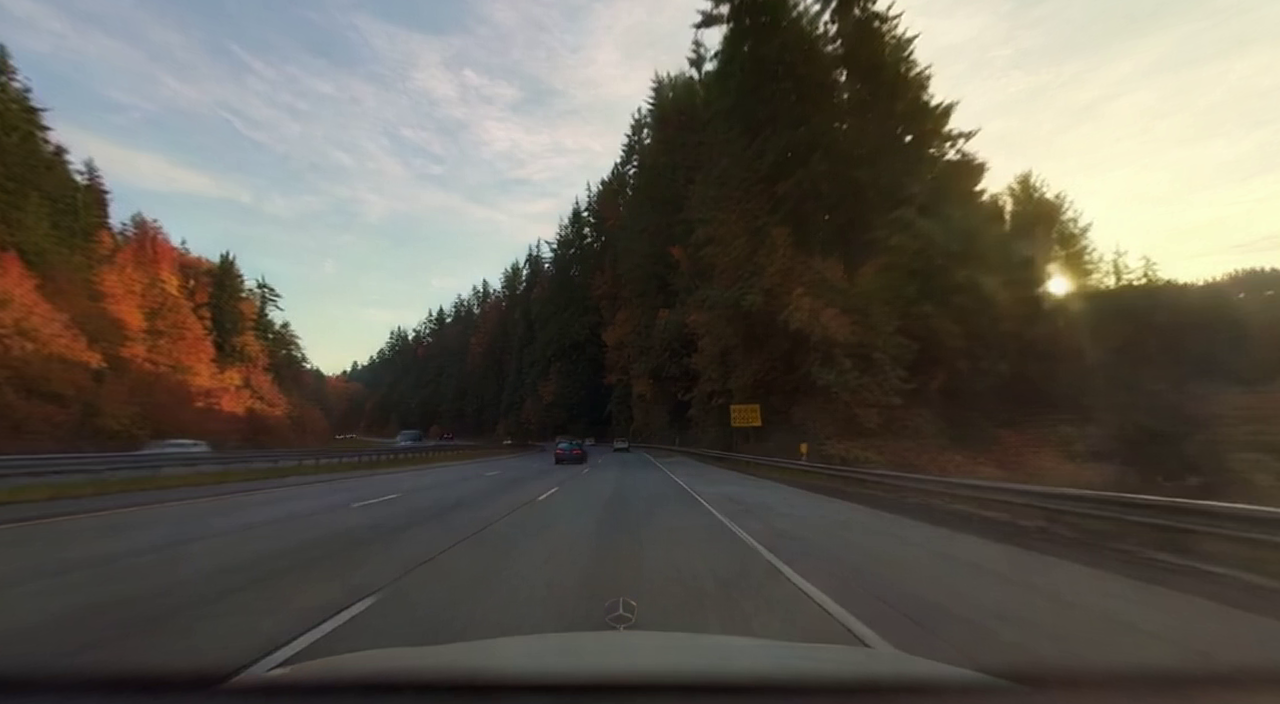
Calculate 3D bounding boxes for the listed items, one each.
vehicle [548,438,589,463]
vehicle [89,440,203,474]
[{"bbox_3d":[-4.446,6.195,39.836,2.004,1.497,4.260,0,-8,1],"label":"vehicle"},{"bbox_3d":[-24.708,5.236,31.709,1.970,1.504,4.664,0,-8,0],"label":"vehicle"}]
